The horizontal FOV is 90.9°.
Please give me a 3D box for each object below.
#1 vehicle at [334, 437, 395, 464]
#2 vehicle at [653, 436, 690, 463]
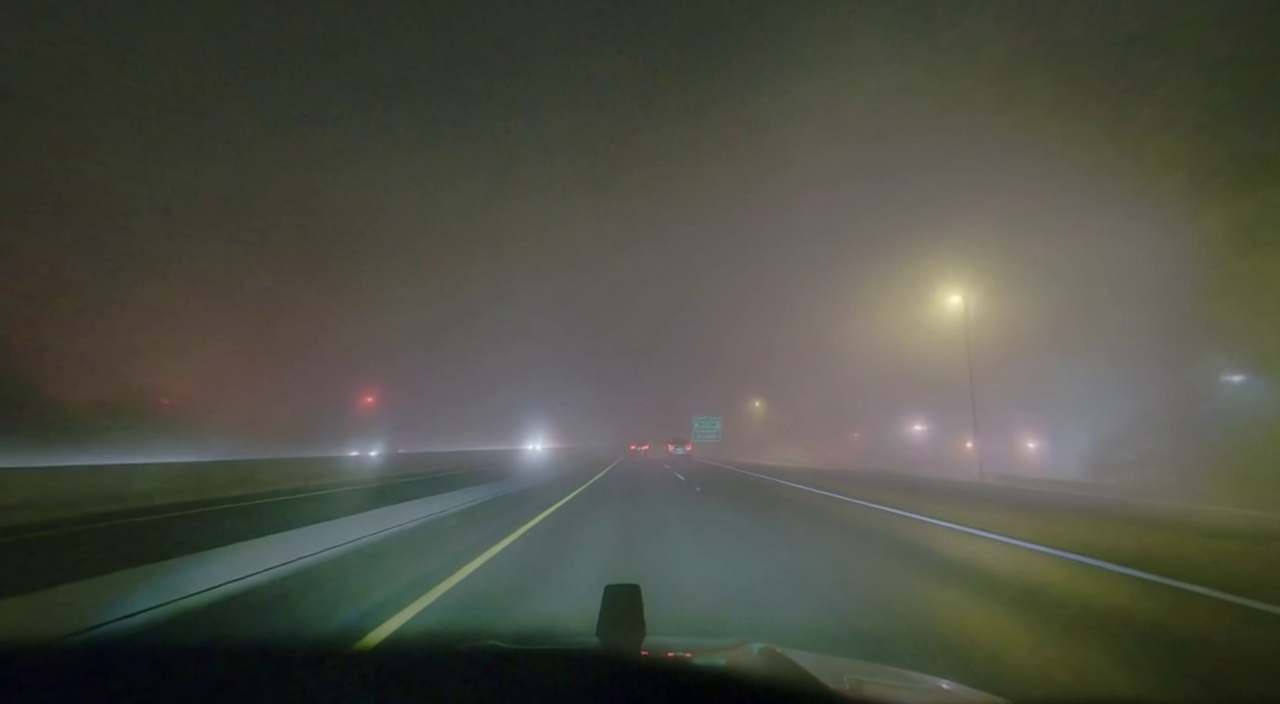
[{"bbox_3d":[-17.560,6.294,40.421,1.949,1.650,4.483,0,-8,-1],"label":"vehicle"},{"bbox_3d":[2.391,7.568,49.145,2.431,1.916,4.808,0,-8,-2],"label":"vehicle"}]
